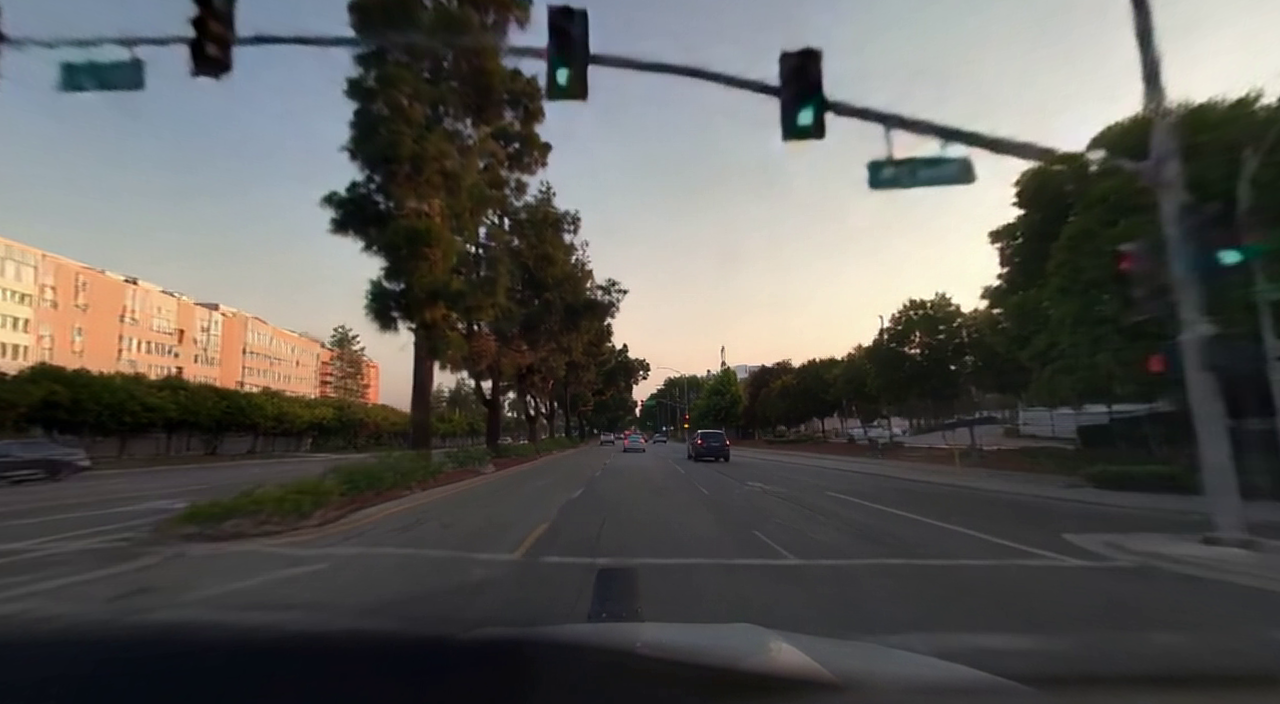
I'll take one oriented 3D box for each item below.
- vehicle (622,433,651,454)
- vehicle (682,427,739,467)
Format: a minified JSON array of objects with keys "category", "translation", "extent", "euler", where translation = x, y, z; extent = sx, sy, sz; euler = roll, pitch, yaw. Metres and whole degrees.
[{"category":"vehicle","translation":[-0.271,6.664,45.773],"extent":[2.039,1.455,3.826],"euler":[0,-8,-1]},{"category":"vehicle","translation":[3.313,4.603,30.562],"extent":[2.181,1.781,4.257],"euler":[0,-8,-1]}]
